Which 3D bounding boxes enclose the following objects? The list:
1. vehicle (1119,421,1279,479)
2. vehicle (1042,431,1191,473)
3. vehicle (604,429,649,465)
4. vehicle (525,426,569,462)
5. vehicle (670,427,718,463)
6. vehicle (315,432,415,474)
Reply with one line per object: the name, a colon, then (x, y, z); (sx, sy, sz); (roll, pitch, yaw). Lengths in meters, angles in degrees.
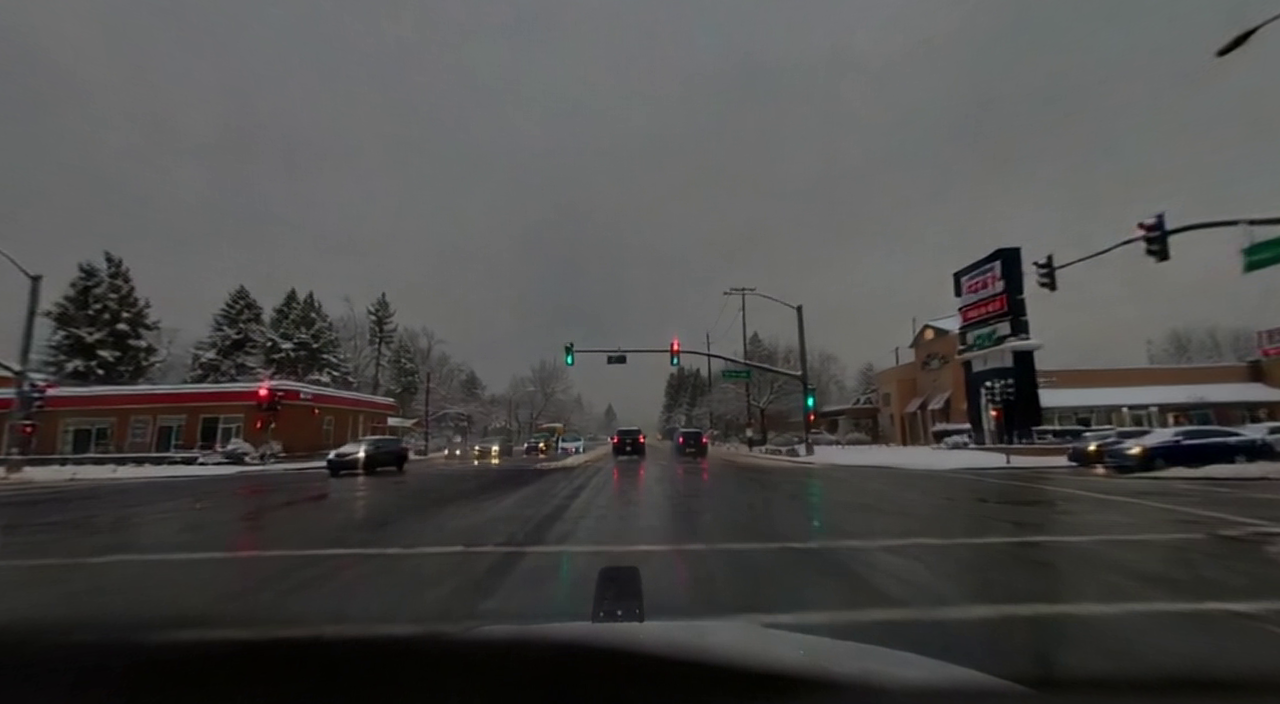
vehicle: (18.610, 3.120, 20.330); (4.685, 1.704, 2.118); (0, -8, -2)
vehicle: (19.329, 4.071, 25.815); (4.448, 1.611, 2.065); (1, -8, -4)
vehicle: (-0.663, 4.896, 32.773); (2.177, 1.754, 3.815); (0, -8, 0)
vehicle: (-5.716, 5.742, 39.600); (2.072, 2.107, 4.723); (0, -8, -1)
vehicle: (3.039, 5.403, 36.967); (2.190, 1.913, 5.174); (0, -8, -2)
vehicle: (-13.353, 4.934, 31.243); (2.287, 1.874, 5.798); (0, -8, 0)
